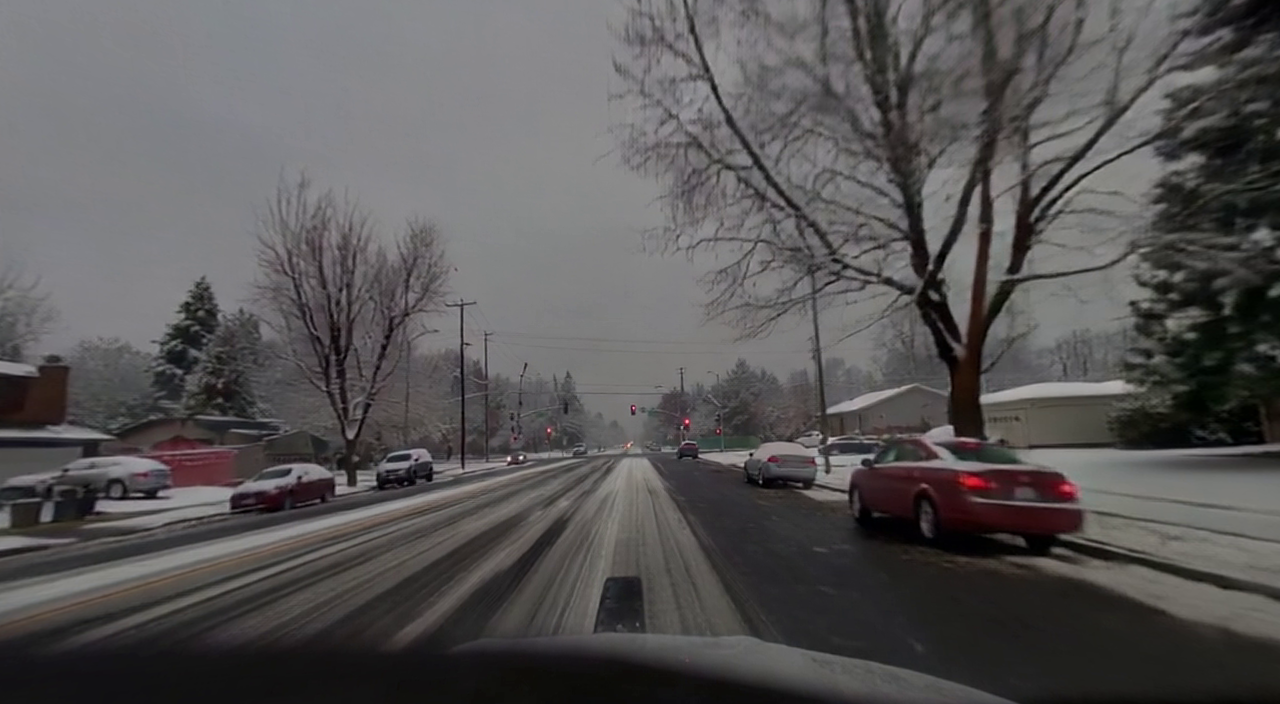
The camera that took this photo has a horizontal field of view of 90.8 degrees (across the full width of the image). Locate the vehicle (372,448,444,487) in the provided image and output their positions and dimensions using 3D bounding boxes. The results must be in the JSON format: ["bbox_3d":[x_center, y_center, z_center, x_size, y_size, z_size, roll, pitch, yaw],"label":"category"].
[{"bbox_3d":[-11.464,5.683,31.539,1.977,1.753,4.278,0,-8,0],"label":"vehicle"}]

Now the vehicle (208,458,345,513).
[{"bbox_3d":[-11.431,4.194,20.249,1.867,1.471,4.139,0,-8,1],"label":"vehicle"}]

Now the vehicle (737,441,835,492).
[{"bbox_3d":[4.506,3.586,20.240,2.063,1.444,4.217,0,-8,-1],"label":"vehicle"}]

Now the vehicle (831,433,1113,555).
[{"bbox_3d":[4.678,2.035,9.840,2.010,1.461,4.247,0,-8,-1],"label":"vehicle"}]

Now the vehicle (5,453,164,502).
[{"bbox_3d":[-19.958,4.509,22.830,3.932,1.641,1.819,0,-8,-1],"label":"vehicle"}]
